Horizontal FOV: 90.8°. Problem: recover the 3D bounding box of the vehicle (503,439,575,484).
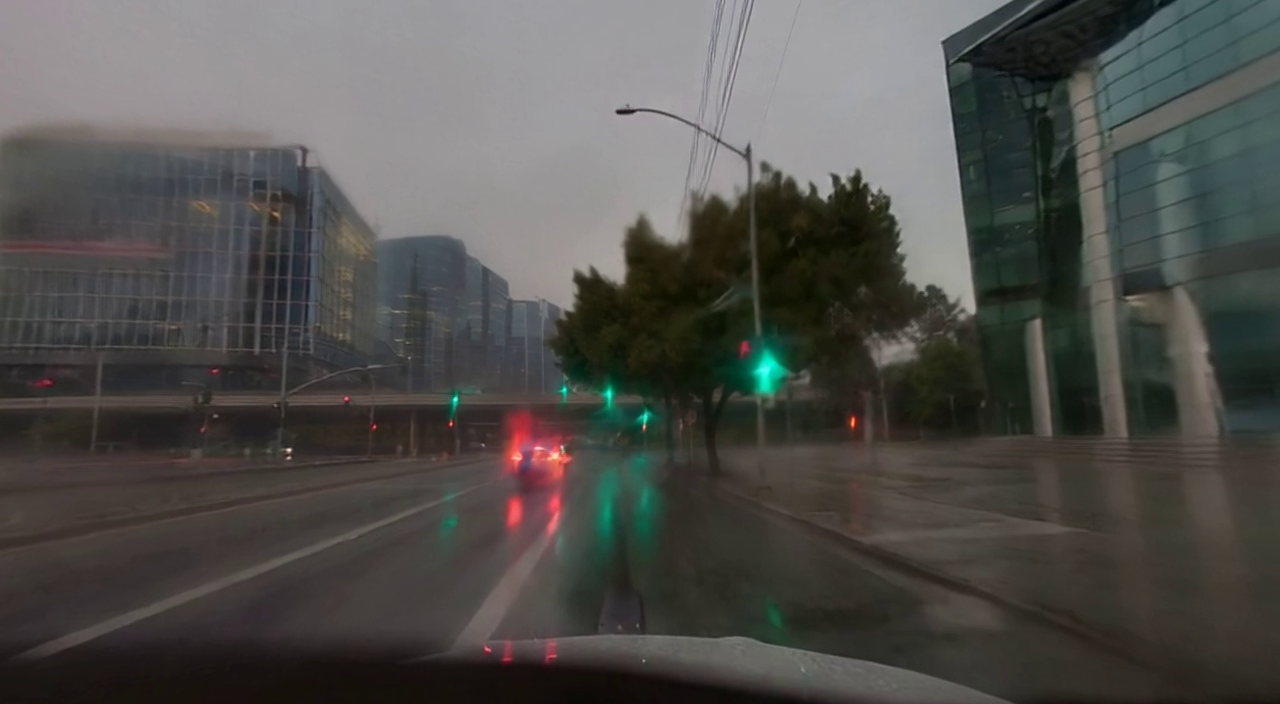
[{"bbox_3d":[-3.634,4.033,23.514,2.154,1.465,4.532,1,-9,-3],"label":"vehicle"}]
